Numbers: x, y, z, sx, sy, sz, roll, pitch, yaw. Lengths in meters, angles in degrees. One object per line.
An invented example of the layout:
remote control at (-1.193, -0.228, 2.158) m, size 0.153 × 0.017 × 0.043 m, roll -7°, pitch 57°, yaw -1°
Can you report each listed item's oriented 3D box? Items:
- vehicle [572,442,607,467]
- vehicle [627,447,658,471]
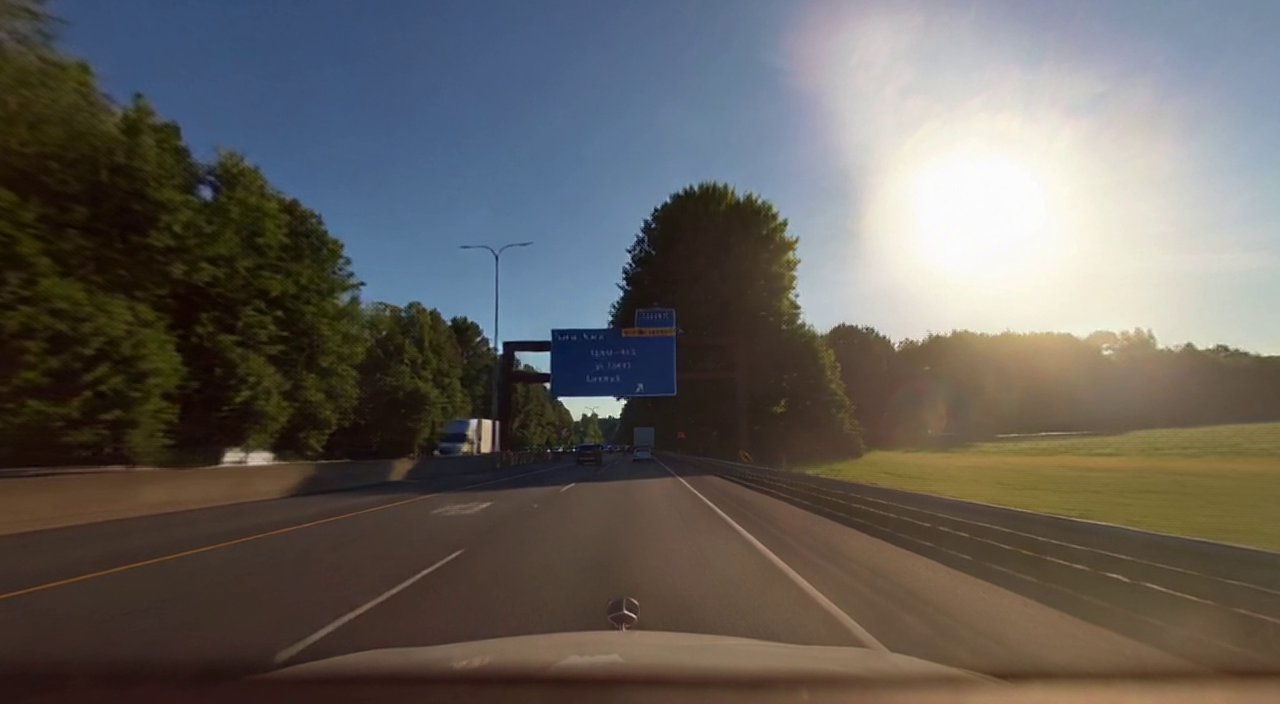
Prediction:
vehicle at (-3.644, 7.533, 46.268) m, size 2.097 × 1.722 × 4.808 m, roll 0°, pitch -9°, yaw 1°
vehicle at (0.150, 6.714, 39.686) m, size 1.853 × 1.436 × 3.438 m, roll 0°, pitch -9°, yaw 0°
